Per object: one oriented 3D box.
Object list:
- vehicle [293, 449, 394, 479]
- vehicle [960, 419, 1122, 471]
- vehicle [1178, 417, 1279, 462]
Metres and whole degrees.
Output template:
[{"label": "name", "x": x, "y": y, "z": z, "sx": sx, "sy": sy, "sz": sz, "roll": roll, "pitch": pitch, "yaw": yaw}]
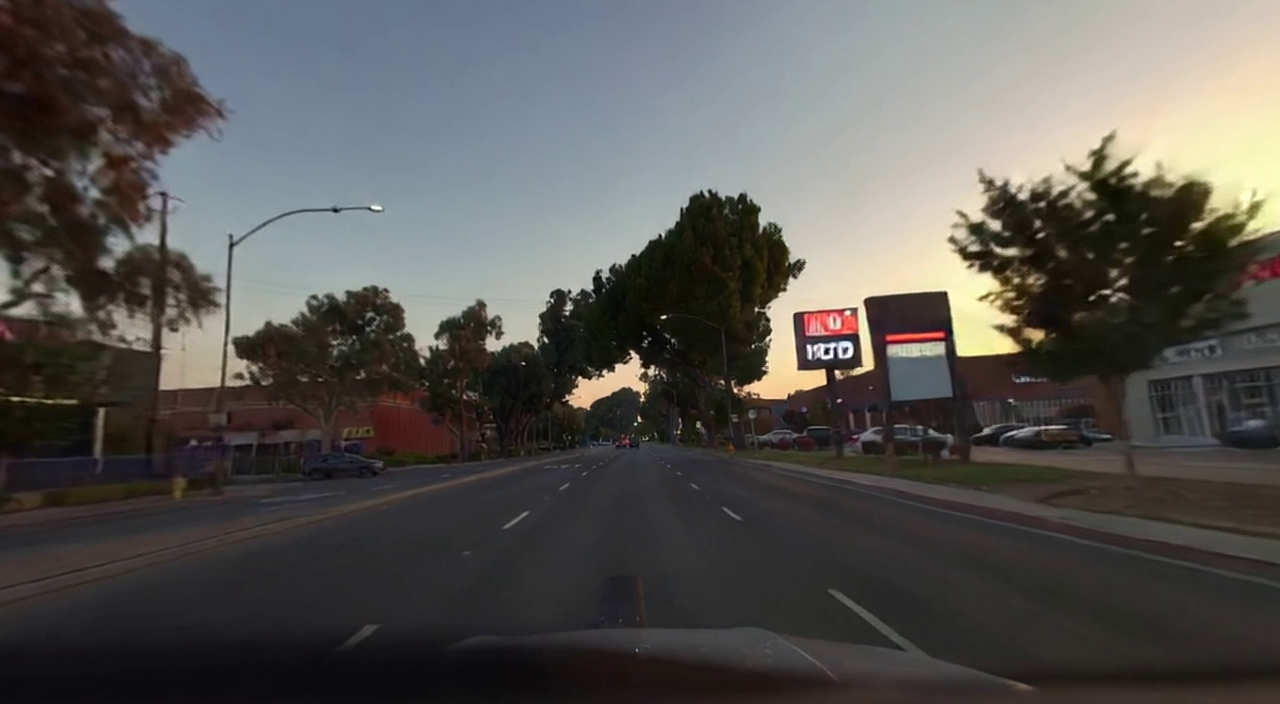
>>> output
[{"label": "vehicle", "x": -16.960, "y": 6.423, "z": 36.378, "sx": 4.752, "sy": 1.523, "sz": 2.123, "roll": 0, "pitch": -8, "yaw": -2}, {"label": "vehicle", "x": 16.034, "y": 3.729, "z": 25.527, "sx": 4.914, "sy": 1.540, "sz": 2.200, "roll": -6, "pitch": -8, "yaw": 2}, {"label": "vehicle", "x": 21.665, "y": 3.172, "z": 23.090, "sx": 1.901, "sy": 1.461, "sz": 4.482, "roll": -4, "pitch": -8, "yaw": 26}]
